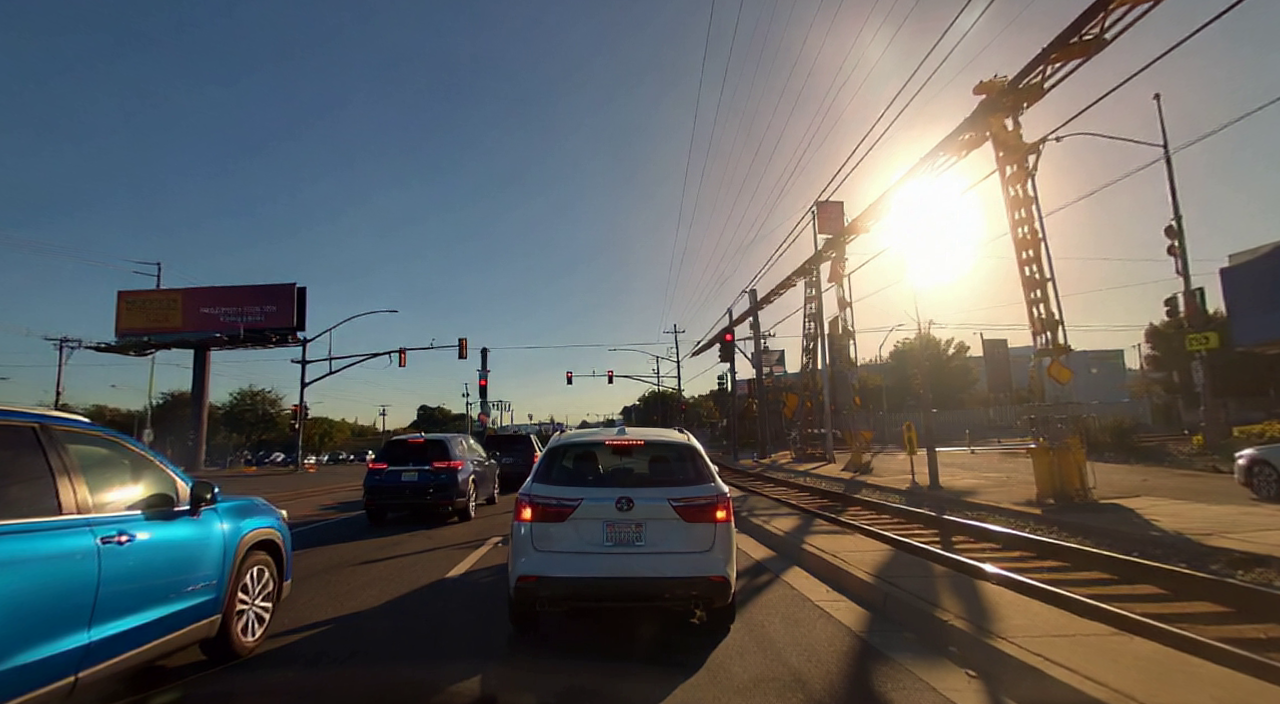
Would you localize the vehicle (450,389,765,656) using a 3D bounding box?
[{"bbox_3d":[-0.206,1.377,5.986,2.025,1.723,3.644,0,-9,0],"label":"vehicle"}]

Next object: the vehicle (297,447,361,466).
[{"bbox_3d":[-24.162,8.096,49.087,4.357,1.444,1.842,-3,-9,19],"label":"vehicle"}]

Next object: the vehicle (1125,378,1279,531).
[{"bbox_3d":[9.614,1.312,8.186,5.060,1.702,2.033,1,-9,-4],"label":"vehicle"}]

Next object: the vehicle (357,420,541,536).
[{"bbox_3d":[-3.146,2.184,11.507,1.988,1.678,4.317,0,-9,0],"label":"vehicle"}]

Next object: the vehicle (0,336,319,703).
[{"bbox_3d":[-3.930,0.875,3.055,2.052,1.814,5.184,0,-9,-1],"label":"vehicle"}]
